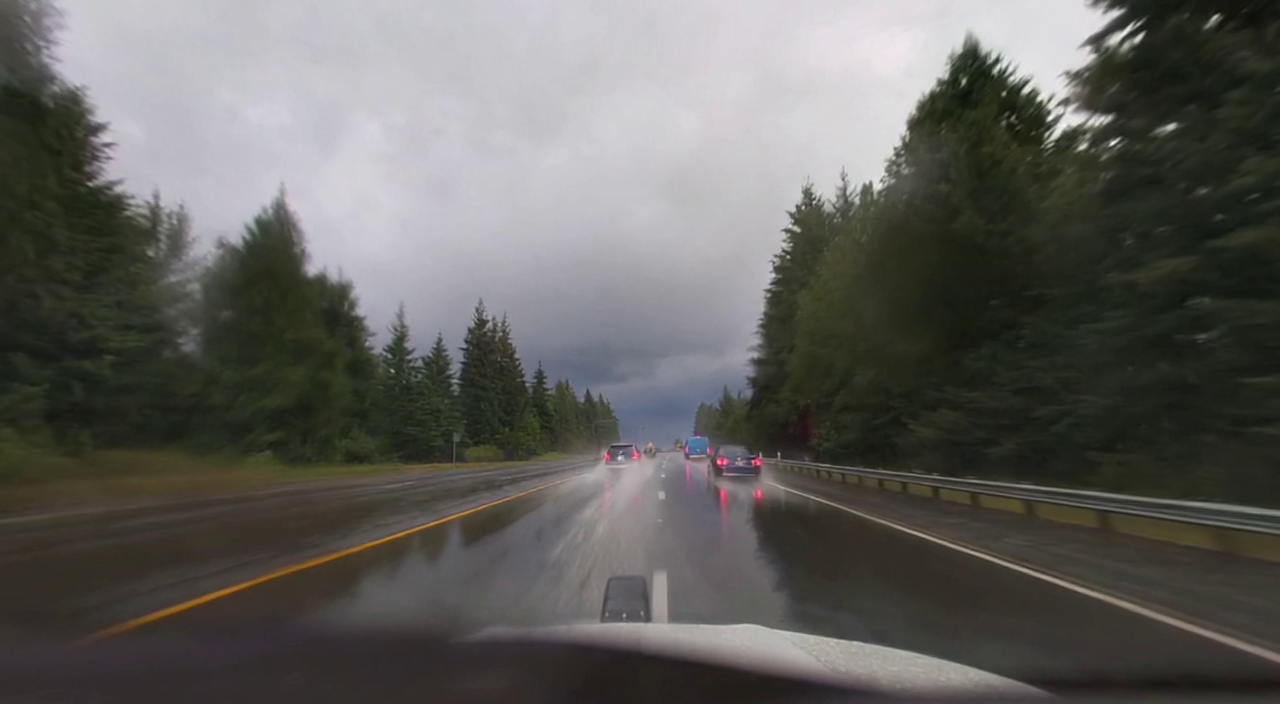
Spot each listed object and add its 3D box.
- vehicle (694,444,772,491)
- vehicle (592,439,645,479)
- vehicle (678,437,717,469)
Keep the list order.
[{"bbox_3d":[3.064,3.920,21.768,2.043,1.431,4.922,0,-9,1],"label":"vehicle"},{"bbox_3d":[-0.907,4.939,29.287,2.087,1.707,4.316,-1,-9,2],"label":"vehicle"},{"bbox_3d":[3.884,6.927,43.158,2.371,2.045,4.768,-1,-9,2],"label":"vehicle"}]
